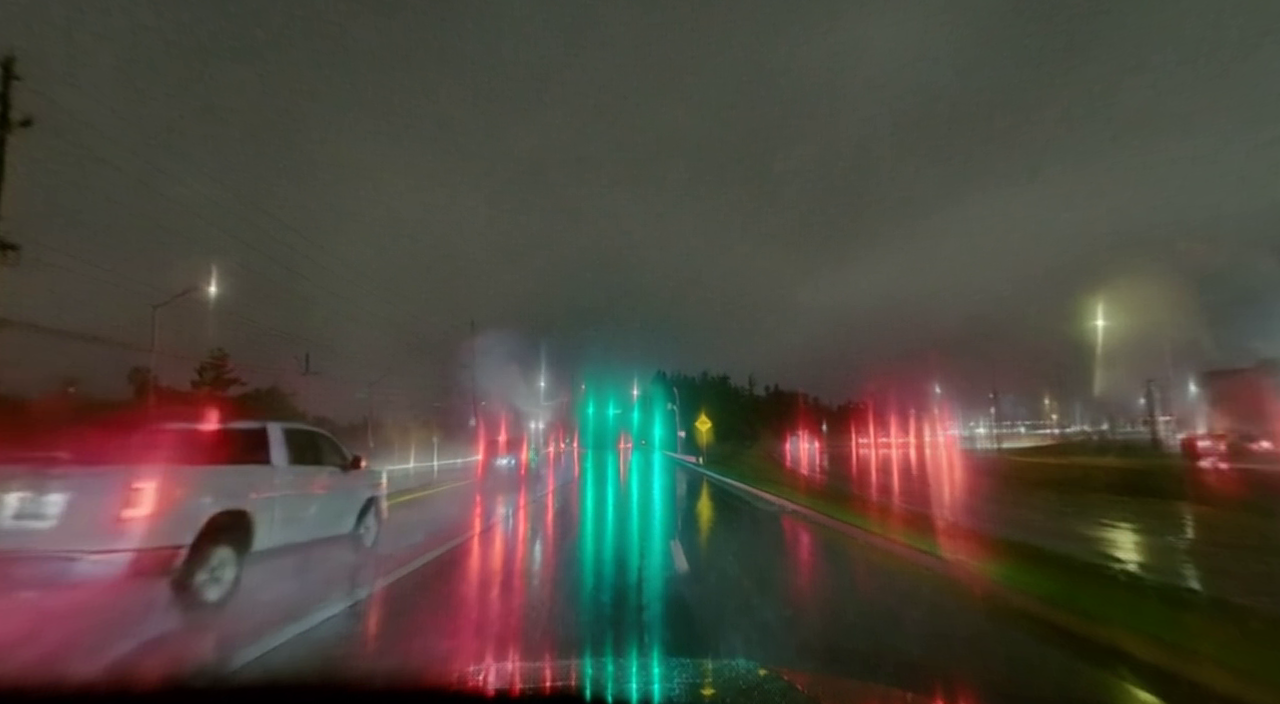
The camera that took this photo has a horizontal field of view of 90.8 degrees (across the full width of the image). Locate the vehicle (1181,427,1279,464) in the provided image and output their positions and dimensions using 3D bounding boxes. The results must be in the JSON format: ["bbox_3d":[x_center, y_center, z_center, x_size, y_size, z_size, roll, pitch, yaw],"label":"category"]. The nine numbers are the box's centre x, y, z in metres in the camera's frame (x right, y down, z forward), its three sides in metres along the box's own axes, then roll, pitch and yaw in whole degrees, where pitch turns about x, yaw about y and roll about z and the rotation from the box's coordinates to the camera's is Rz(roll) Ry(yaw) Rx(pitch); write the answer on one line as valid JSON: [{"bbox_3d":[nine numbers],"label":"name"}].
[{"bbox_3d":[33.404,5.021,33.687,2.436,1.877,7.681,1,-9,1],"label":"vehicle"}]

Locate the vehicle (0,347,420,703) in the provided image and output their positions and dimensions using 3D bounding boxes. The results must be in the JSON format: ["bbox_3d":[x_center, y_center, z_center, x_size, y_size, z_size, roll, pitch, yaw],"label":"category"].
[{"bbox_3d":[-3.804,1.195,5.496,2.189,1.807,4.467,0,-8,-1],"label":"vehicle"}]

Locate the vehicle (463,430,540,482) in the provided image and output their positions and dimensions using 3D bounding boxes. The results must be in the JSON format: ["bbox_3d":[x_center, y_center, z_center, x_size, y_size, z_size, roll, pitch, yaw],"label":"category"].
[{"bbox_3d":[-4.848,3.707,22.776,2.041,1.698,4.094,0,-8,-3],"label":"vehicle"}]
